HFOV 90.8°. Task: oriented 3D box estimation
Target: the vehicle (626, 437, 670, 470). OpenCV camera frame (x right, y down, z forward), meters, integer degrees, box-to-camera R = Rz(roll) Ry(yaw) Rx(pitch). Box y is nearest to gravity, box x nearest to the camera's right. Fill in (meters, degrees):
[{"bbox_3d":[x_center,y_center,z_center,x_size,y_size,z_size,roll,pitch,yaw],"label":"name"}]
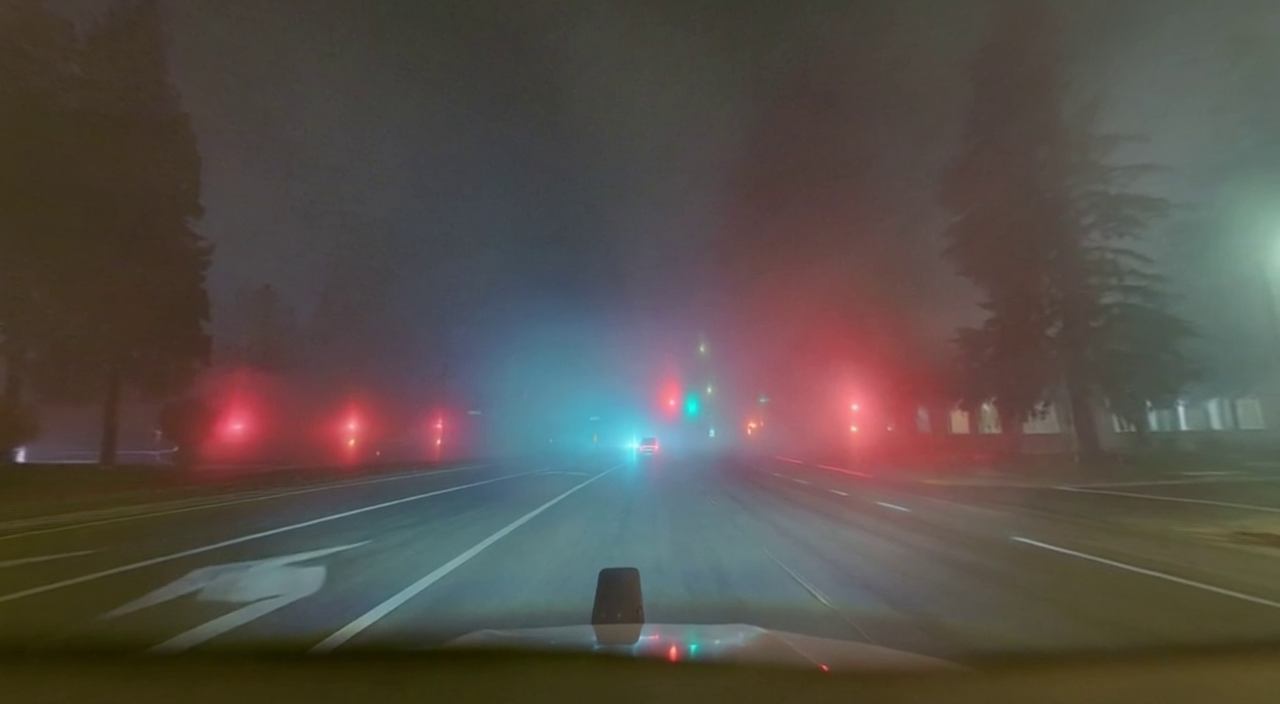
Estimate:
[{"bbox_3d":[0.471,5.140,32.147,2.037,1.568,3.693,-1,-8,4],"label":"vehicle"}]
